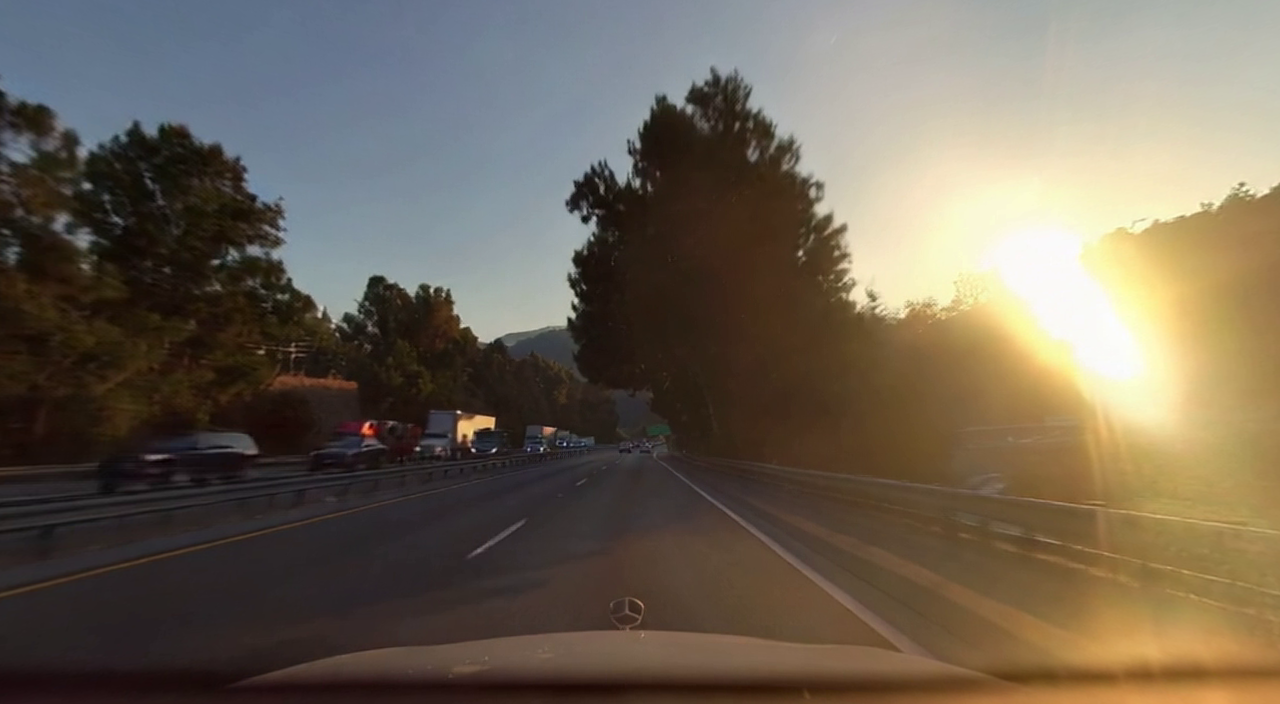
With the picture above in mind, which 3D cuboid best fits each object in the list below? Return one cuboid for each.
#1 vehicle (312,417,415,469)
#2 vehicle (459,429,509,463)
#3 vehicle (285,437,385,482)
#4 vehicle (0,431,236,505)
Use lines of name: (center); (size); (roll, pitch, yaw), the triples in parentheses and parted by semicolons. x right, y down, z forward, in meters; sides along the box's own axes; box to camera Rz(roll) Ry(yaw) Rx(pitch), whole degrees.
vehicle: (-16.838, 5.674, 39.173); (2.790, 2.882, 7.737); (0, -9, 1)
vehicle: (-11.709, 7.110, 47.710); (2.308, 2.426, 5.240); (0, -9, 1)
vehicle: (-12.459, 4.413, 26.117); (1.966, 1.662, 4.366); (0, -9, 0)
vehicle: (-12.628, 2.816, 15.733); (2.140, 1.563, 4.347); (0, -9, 0)
